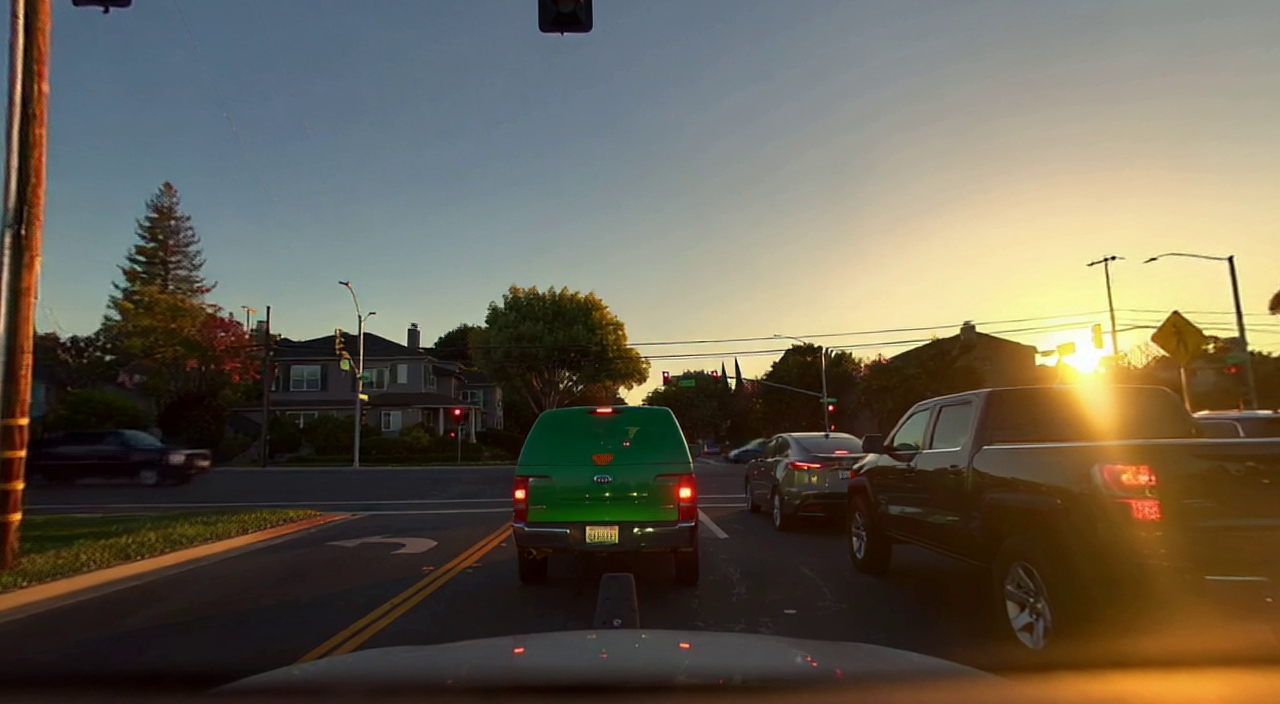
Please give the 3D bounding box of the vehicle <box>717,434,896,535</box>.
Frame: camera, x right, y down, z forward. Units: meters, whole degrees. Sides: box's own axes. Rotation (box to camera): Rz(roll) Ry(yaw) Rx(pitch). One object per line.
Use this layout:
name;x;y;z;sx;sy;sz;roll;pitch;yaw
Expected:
vehicle;2.717;2.270;11.531;1.952;1.465;4.421;0;-8;-2

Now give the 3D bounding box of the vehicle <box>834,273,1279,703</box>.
vehicle;2.977;0.954;3.901;1.886;1.849;5.070;0;-8;-1

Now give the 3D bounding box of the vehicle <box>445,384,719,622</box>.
vehicle;-0.292;1.403;6.670;1.915;1.780;3.379;-2;-8;12

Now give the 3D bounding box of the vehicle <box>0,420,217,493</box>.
vehicle;-18.398;3.497;21.313;6.403;2.287;2.039;1;-8;-9
